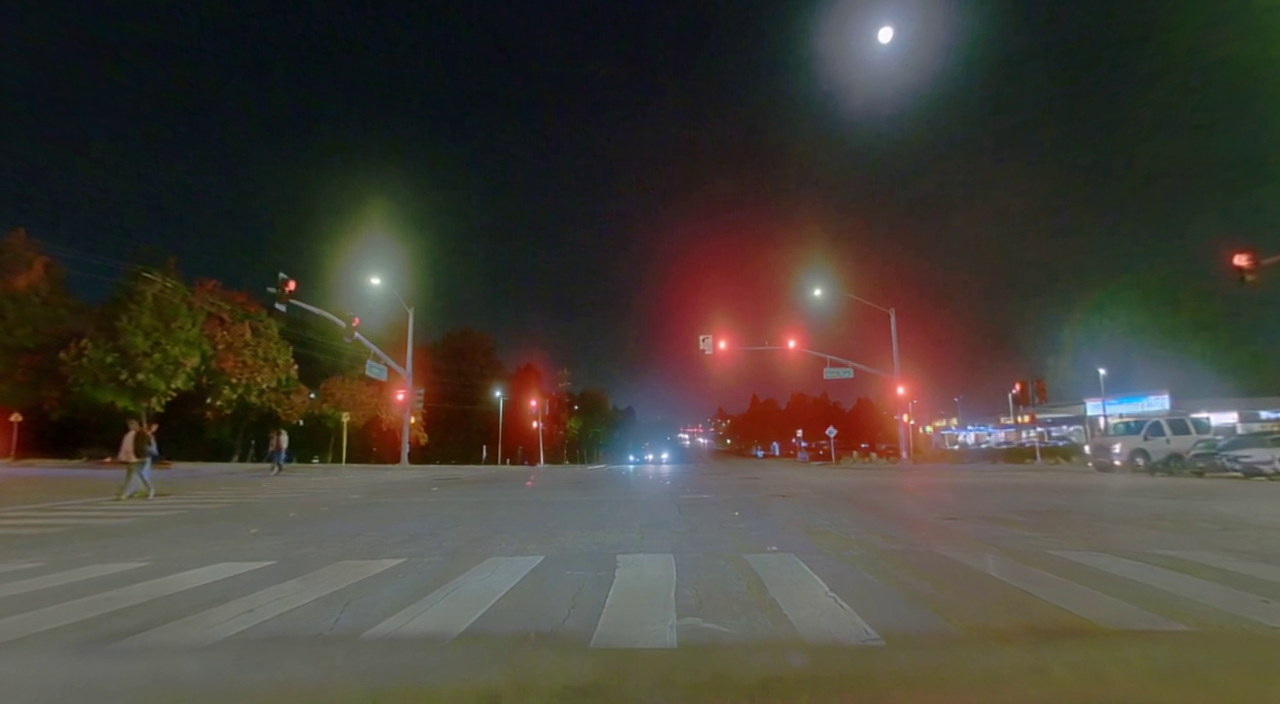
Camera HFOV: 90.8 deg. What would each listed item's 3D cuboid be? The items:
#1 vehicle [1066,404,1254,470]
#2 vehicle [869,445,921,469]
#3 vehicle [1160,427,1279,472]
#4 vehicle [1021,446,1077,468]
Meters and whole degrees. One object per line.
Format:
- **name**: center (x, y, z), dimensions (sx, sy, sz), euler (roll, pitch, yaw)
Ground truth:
- **vehicle**: center (22.953, 3.819, 28.158), dimensions (5.855, 2.746, 2.523), euler (-1, -9, 3)
- **vehicle**: center (17.503, 7.185, 43.589), dimensions (1.789, 1.557, 4.293), euler (0, -9, 1)
- **vehicle**: center (21.198, 3.361, 21.791), dimensions (4.740, 1.464, 1.876), euler (-1, -9, 3)
- **vehicle**: center (27.690, 7.131, 42.860), dimensions (1.589, 1.405, 3.633), euler (-1, -9, 5)
